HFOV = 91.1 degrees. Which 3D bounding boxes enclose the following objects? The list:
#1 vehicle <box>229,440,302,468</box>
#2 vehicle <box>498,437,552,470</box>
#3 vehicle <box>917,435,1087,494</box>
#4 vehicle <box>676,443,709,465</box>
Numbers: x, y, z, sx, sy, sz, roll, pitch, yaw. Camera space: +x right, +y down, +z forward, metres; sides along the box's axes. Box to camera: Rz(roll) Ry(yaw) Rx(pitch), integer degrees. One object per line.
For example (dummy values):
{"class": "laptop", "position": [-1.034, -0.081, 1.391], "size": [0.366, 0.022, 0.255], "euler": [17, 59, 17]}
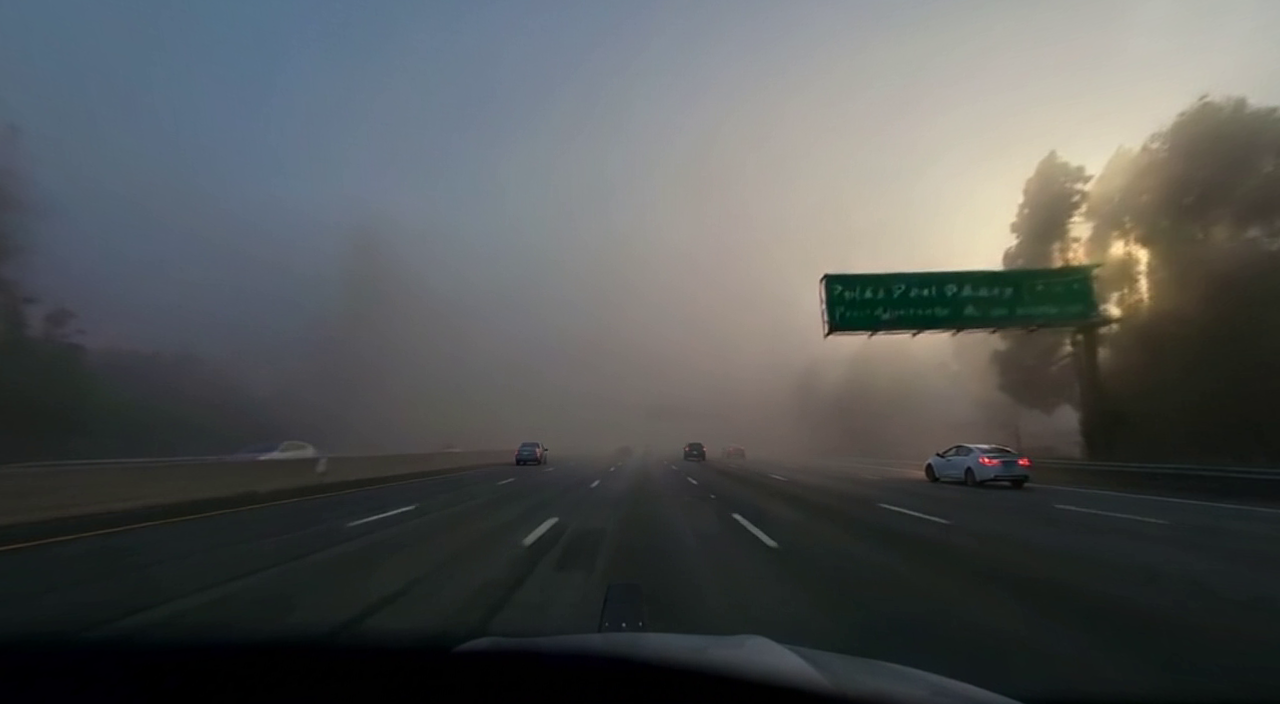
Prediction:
{"class": "vehicle", "position": [-21.127, 5.753, 35.570], "size": [1.834, 1.442, 3.673], "euler": [0, -9, 0]}
{"class": "vehicle", "position": [-6.336, 5.660, 35.204], "size": [2.091, 1.746, 4.437], "euler": [0, -9, 1]}
{"class": "vehicle", "position": [10.150, 3.189, 18.173], "size": [1.979, 1.467, 4.839], "euler": [0, -9, -1]}
{"class": "vehicle", "position": [3.595, 7.016, 43.355], "size": [1.950, 1.453, 3.378], "euler": [0, -9, -1]}
